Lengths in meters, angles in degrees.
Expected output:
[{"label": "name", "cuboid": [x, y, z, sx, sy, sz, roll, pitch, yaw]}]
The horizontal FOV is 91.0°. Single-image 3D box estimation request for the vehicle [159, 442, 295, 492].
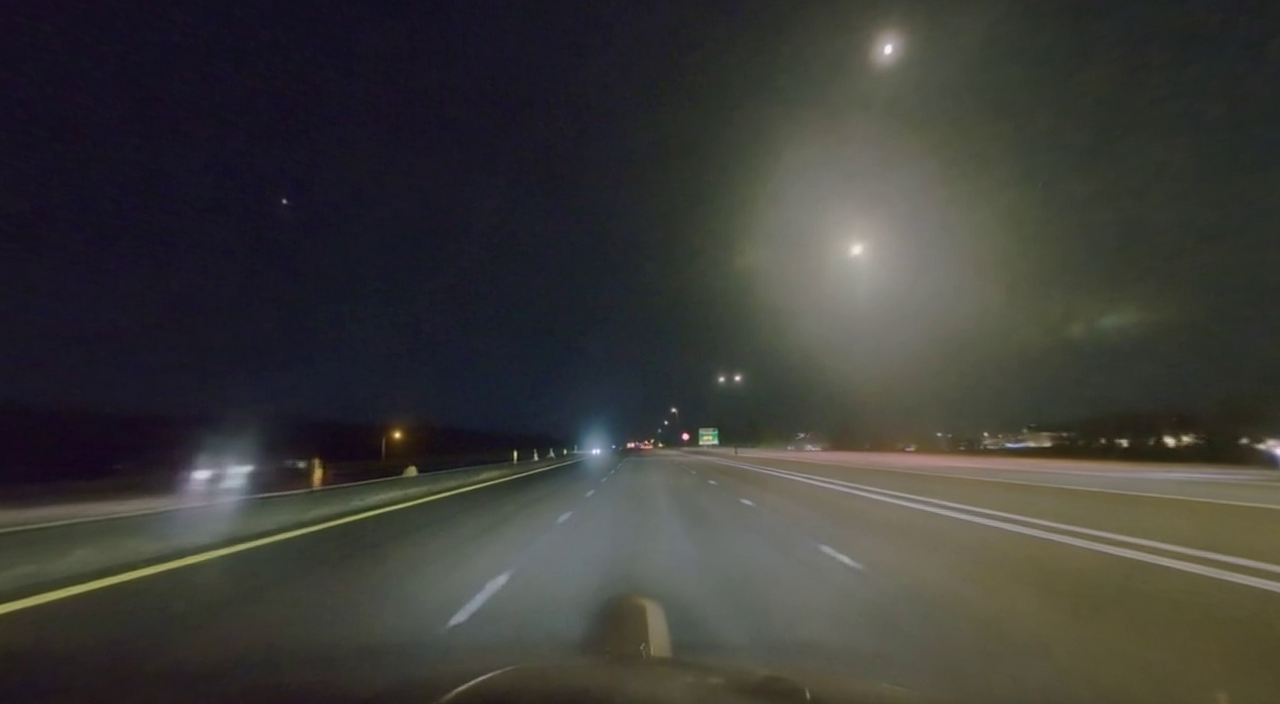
[{"label": "vehicle", "cuboid": [-15.476, 4.300, 23.959, 2.024, 1.680, 4.573, 0, -8, 0]}]
